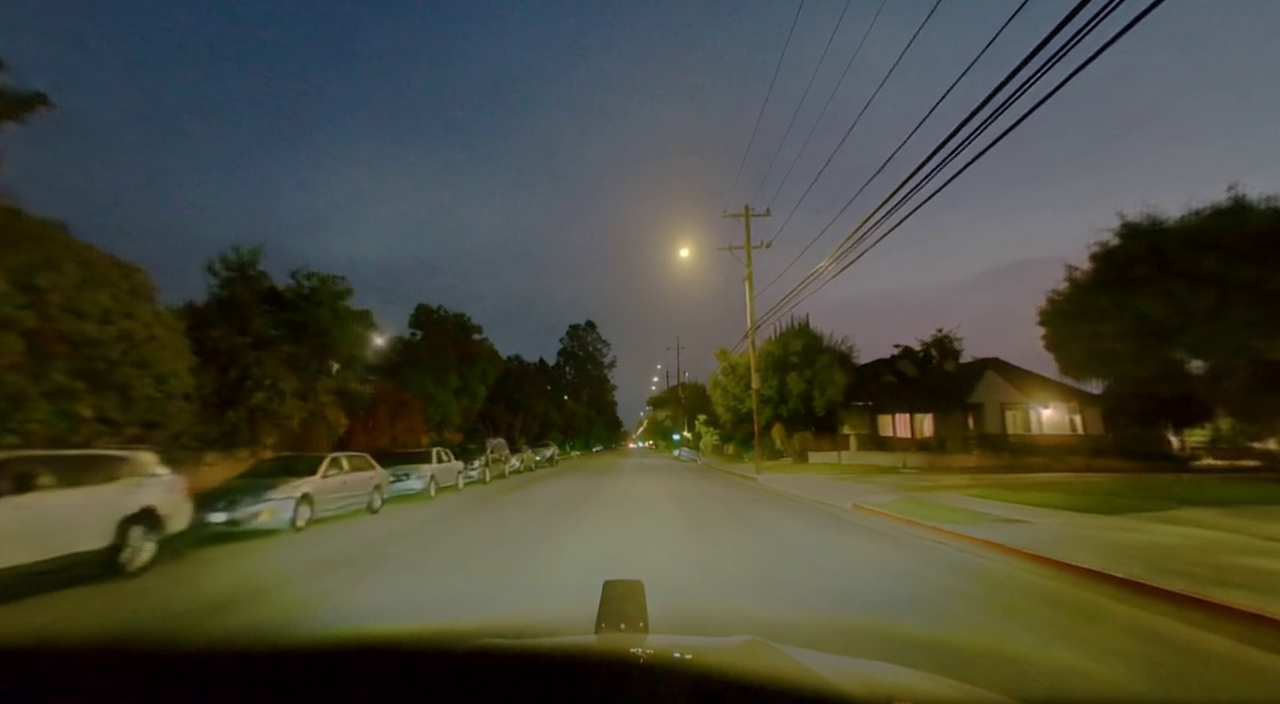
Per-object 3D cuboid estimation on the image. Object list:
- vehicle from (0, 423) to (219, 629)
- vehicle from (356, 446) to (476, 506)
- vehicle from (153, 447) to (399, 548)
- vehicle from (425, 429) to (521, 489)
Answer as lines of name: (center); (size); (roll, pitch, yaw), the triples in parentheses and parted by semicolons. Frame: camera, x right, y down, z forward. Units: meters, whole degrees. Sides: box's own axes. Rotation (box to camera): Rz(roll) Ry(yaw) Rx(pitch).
vehicle: (-6.244, 1.495, 5.634); (1.848, 1.698, 4.482); (0, -8, 0)
vehicle: (-6.164, 3.415, 17.932); (1.890, 1.453, 4.430); (0, -8, -2)
vehicle: (-6.263, 2.496, 11.636); (1.816, 1.460, 4.542); (0, -8, 0)
vehicle: (-6.251, 4.085, 24.436); (2.222, 2.022, 5.547); (0, -8, 0)
